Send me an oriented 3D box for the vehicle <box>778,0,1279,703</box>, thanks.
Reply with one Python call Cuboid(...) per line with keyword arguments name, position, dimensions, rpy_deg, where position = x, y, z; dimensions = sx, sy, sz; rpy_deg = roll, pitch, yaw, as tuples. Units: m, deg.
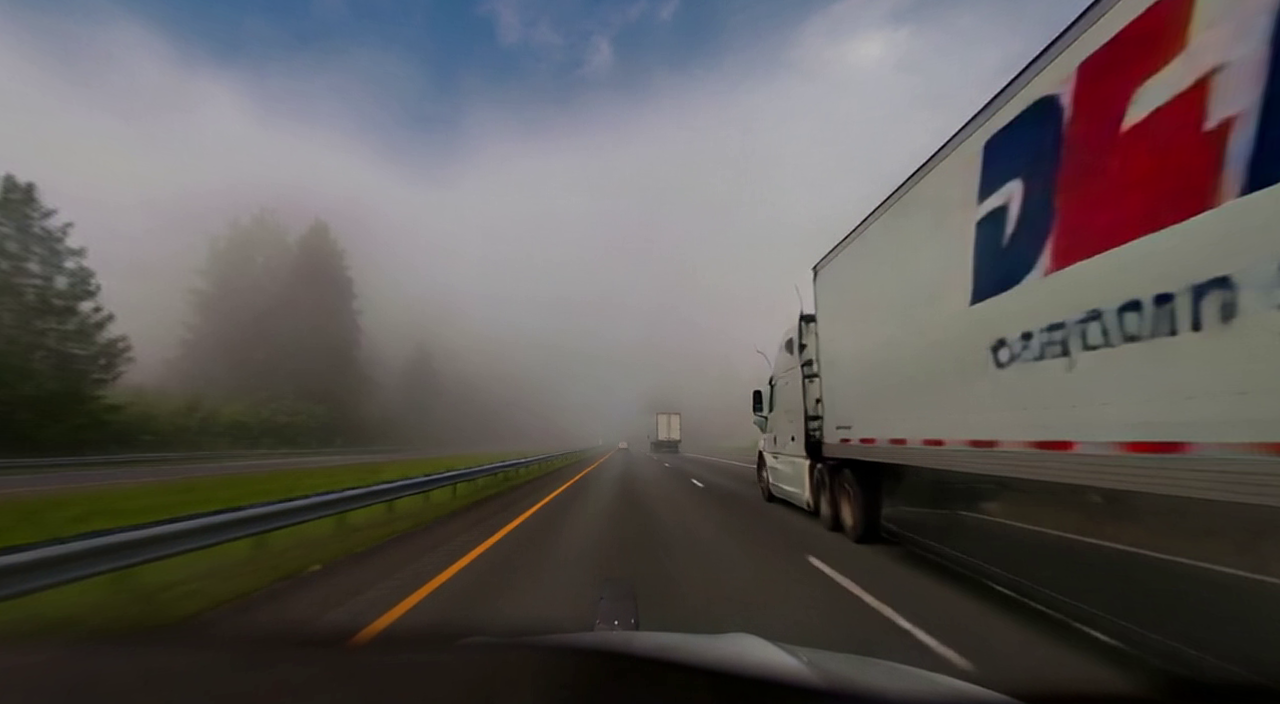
Cuboid(name="vehicle", position=(4.246, -0.057, 4.926), dimensions=(2.871, 4.072, 14.183), rpy_deg=(0, -8, -1))
